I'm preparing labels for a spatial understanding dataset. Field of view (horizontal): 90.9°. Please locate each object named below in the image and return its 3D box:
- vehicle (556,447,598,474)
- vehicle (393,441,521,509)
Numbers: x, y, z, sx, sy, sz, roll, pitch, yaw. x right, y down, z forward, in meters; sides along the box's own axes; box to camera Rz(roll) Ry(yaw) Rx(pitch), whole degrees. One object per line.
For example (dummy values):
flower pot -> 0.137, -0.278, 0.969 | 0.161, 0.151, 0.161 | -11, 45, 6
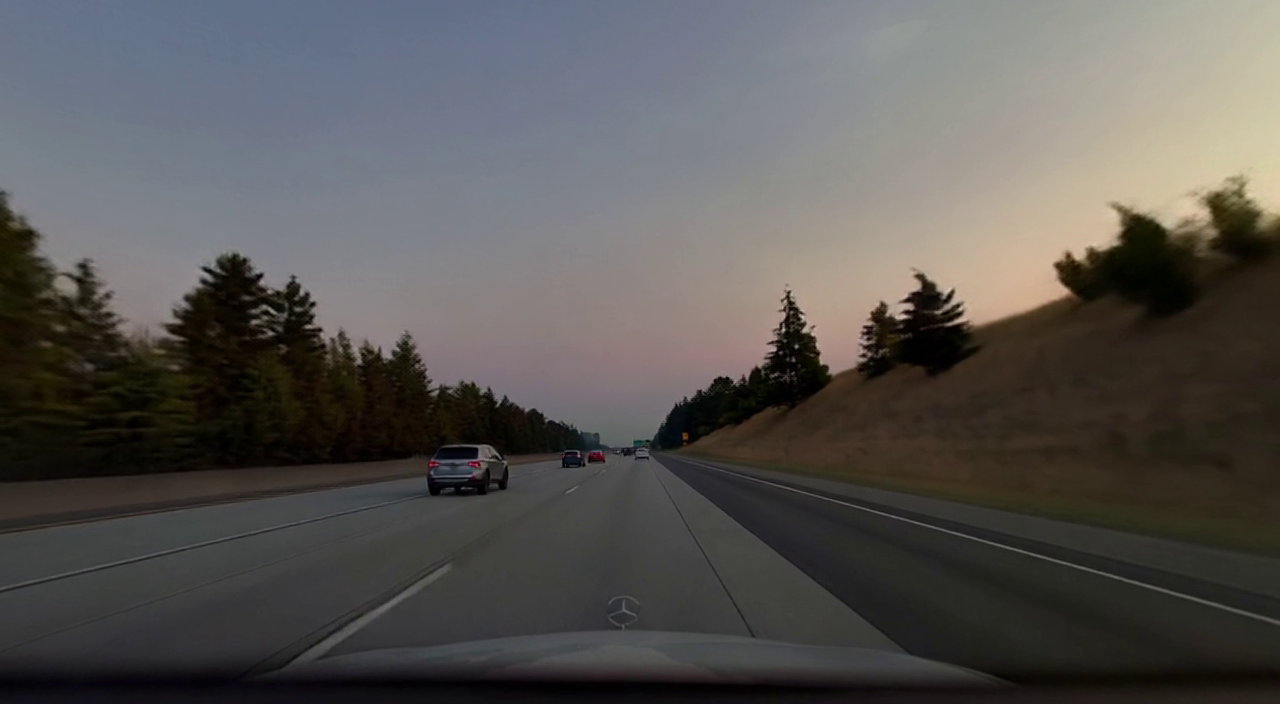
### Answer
vehicle -> -3.576, 6.218, 36.364 | 2.005, 1.474, 3.921 | 0, -9, 1
vehicle -> -4.553, 3.128, 16.500 | 1.975, 1.501, 4.603 | 0, -9, 0
